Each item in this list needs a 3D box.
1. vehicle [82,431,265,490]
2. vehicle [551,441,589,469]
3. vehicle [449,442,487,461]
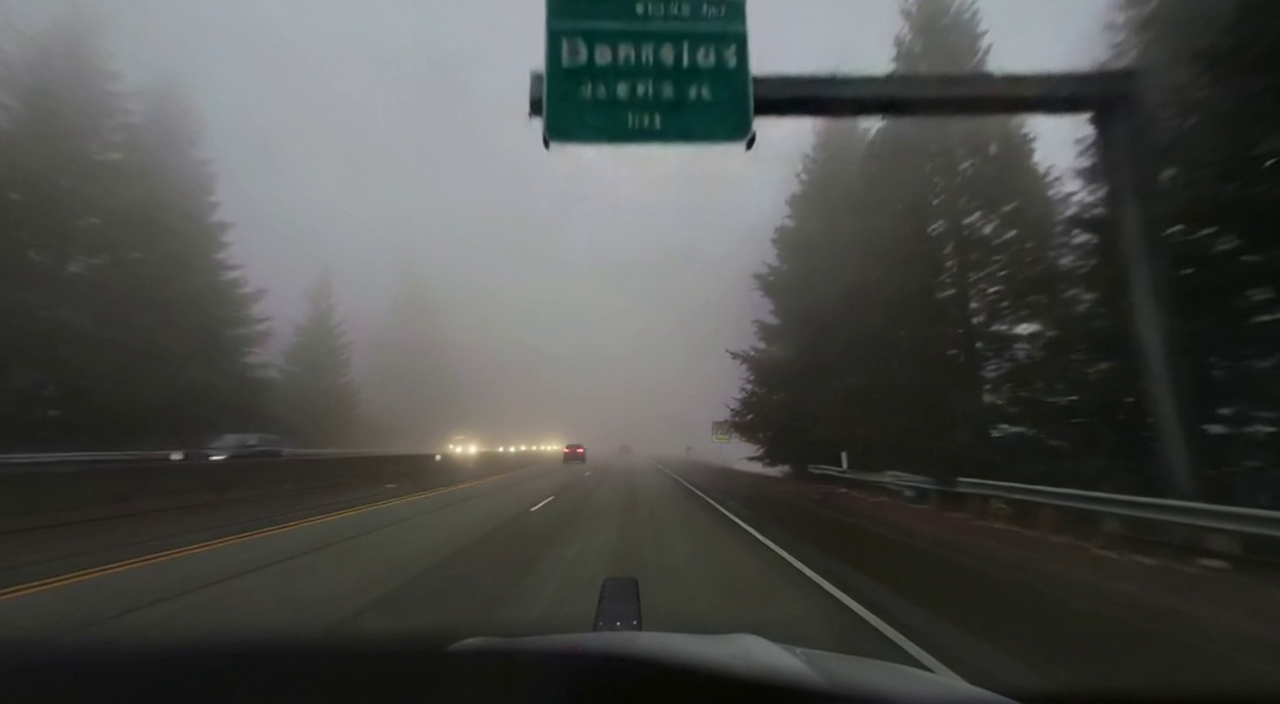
[{"bbox_3d":[-12.967,3.057,17.854,1.962,1.459,4.239,0,-9,-1],"label":"vehicle"},{"bbox_3d":[-4.512,6.723,41.064,2.098,1.692,4.038,0,-9,-1],"label":"vehicle"},{"bbox_3d":[-13.580,7.883,49.674,1.906,1.474,4.062,0,-9,0],"label":"vehicle"}]
